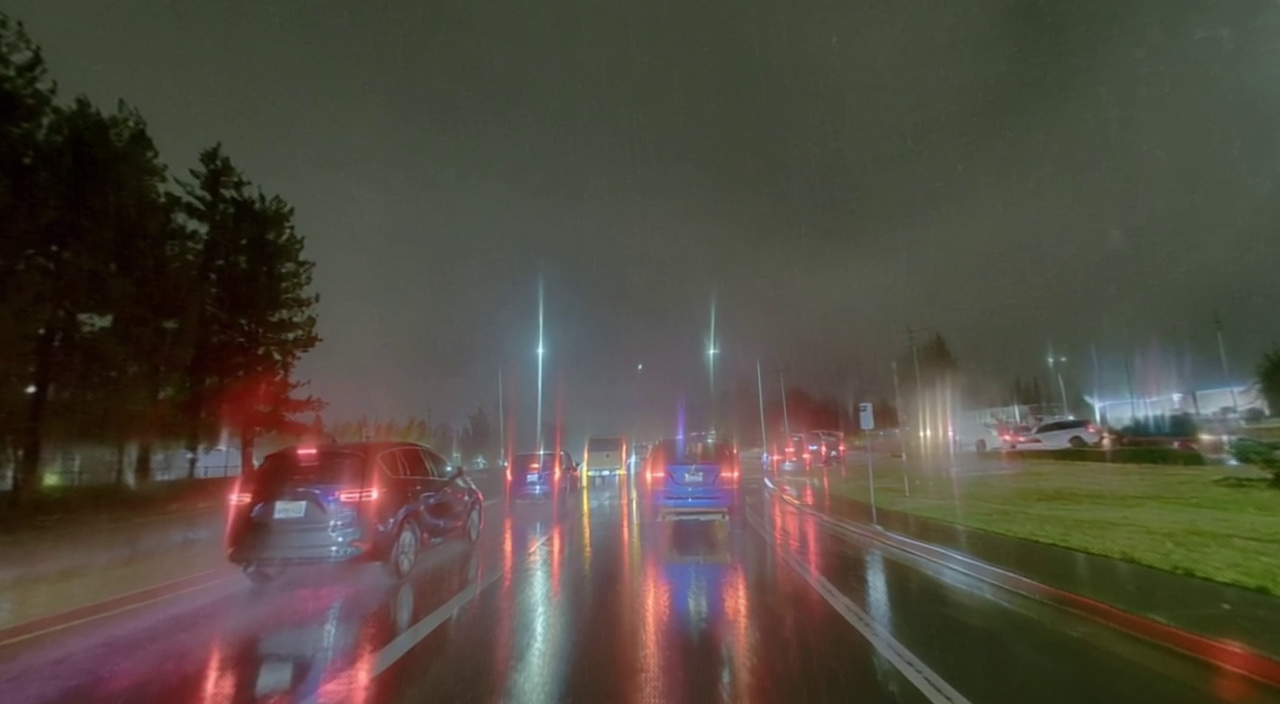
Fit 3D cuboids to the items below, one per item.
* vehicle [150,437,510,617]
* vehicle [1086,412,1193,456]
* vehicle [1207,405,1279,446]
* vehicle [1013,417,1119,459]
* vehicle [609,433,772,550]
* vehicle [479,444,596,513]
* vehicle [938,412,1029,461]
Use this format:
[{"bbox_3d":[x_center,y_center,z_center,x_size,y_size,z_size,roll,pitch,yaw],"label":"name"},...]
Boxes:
[{"bbox_3d":[-3.131,1.828,7.592,1.940,1.502,4.241,-1,-9,4],"label":"vehicle"},{"bbox_3d":[20.826,3.461,26.481,1.902,1.529,3.937,-7,-9,14],"label":"vehicle"},{"bbox_3d":[25.004,3.003,25.277,1.641,1.497,3.568,-2,-9,13],"label":"vehicle"},{"bbox_3d":[18.169,3.737,27.104,1.803,1.518,3.893,-6,-9,2],"label":"vehicle"},{"bbox_3d":[0.777,2.172,10.481,2.142,1.528,4.133,-1,-9,3],"label":"vehicle"},{"bbox_3d":[-2.435,3.139,16.160,1.870,1.490,4.187,-1,-9,6],"label":"vehicle"},{"bbox_3d":[14.846,3.761,27.559,2.288,1.933,4.612,-2,-9,14],"label":"vehicle"}]
